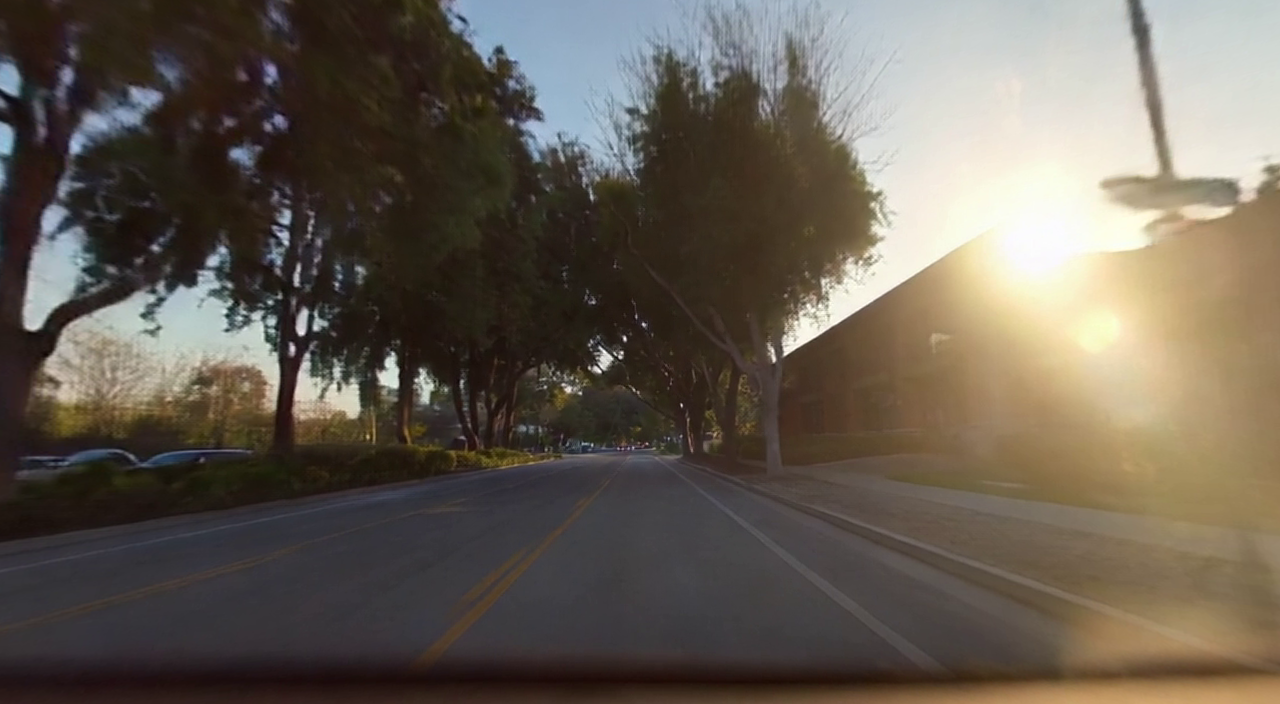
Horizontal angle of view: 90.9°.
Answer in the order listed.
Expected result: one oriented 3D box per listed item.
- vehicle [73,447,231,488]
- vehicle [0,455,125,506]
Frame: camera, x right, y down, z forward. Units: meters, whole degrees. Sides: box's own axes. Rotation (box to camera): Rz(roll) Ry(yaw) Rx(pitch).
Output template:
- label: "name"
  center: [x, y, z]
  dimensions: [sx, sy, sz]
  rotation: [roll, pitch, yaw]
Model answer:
- label: "vehicle"
  center: [-19.365, 4.596, 25.199]
  dimensions: [4.606, 1.544, 1.965]
  rotation: [0, -9, -1]
- label: "vehicle"
  center: [-19.098, 3.974, 19.644]
  dimensions: [4.216, 1.455, 2.035]
  rotation: [0, -9, -1]
